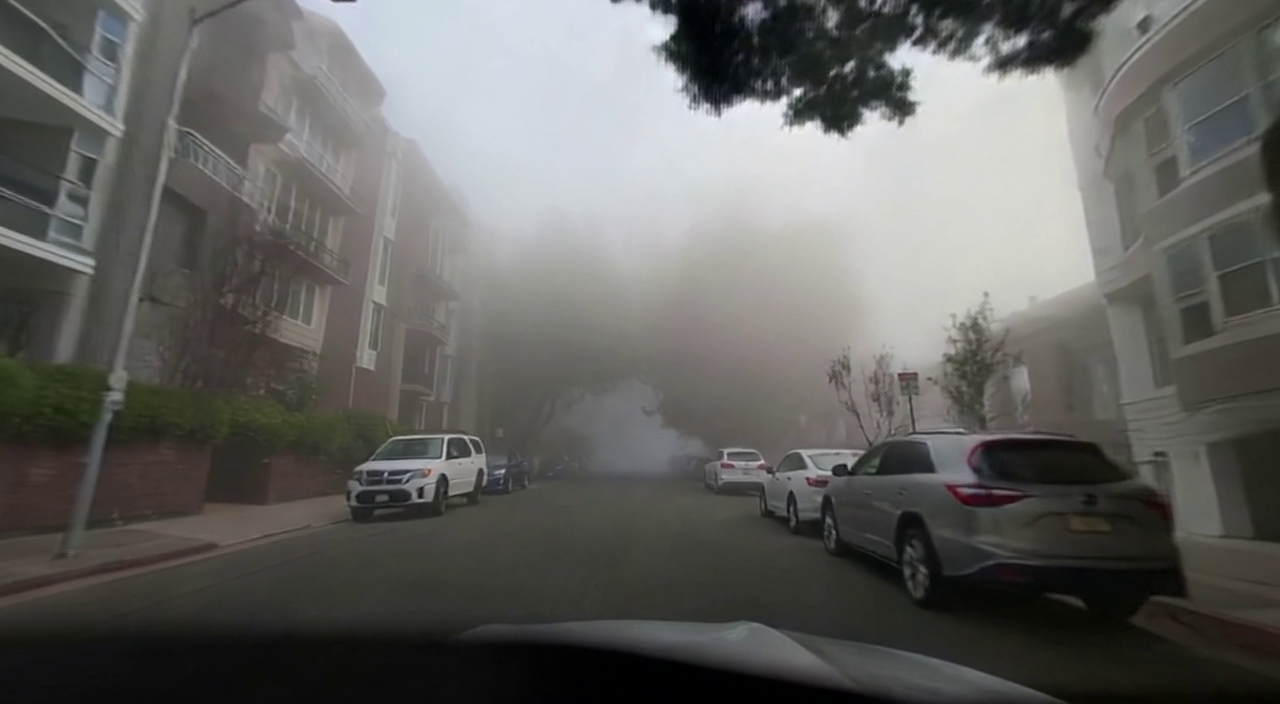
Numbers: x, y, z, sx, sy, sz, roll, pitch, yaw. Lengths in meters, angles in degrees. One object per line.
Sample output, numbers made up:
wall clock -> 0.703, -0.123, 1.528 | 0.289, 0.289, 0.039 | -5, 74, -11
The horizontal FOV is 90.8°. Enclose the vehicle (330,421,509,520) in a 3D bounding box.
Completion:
vehicle -> -5.556, 3.160, 17.095 | 2.596, 2.152, 5.689 | -1, -10, 2

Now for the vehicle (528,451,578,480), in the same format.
vehicle -> -5.467, 7.193, 40.417 | 2.222, 1.735, 5.215 | 0, -9, 2

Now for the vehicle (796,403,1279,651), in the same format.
vehicle -> 3.531, 1.668, 7.215 | 2.216, 1.790, 5.077 | 0, -9, 0
